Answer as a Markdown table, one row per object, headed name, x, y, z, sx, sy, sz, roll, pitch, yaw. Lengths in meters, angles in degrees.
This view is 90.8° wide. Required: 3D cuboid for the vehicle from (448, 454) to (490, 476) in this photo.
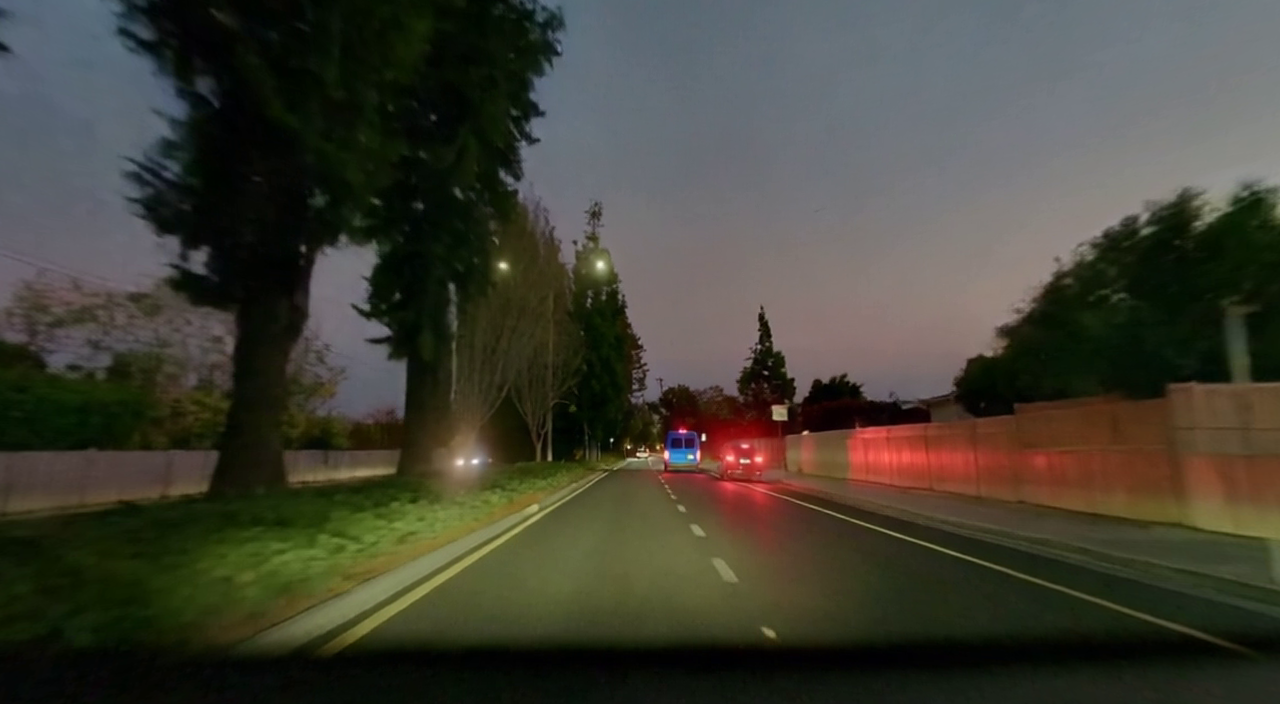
| name | x | y | z | sx | sy | sz | roll | pitch | yaw |
| --- | --- | --- | --- | --- | --- | --- | --- | --- | --- |
| vehicle | -13.021 | 8.616 | 48.432 | 1.908 | 1.477 | 4.750 | 0 | -8 | 1 |
